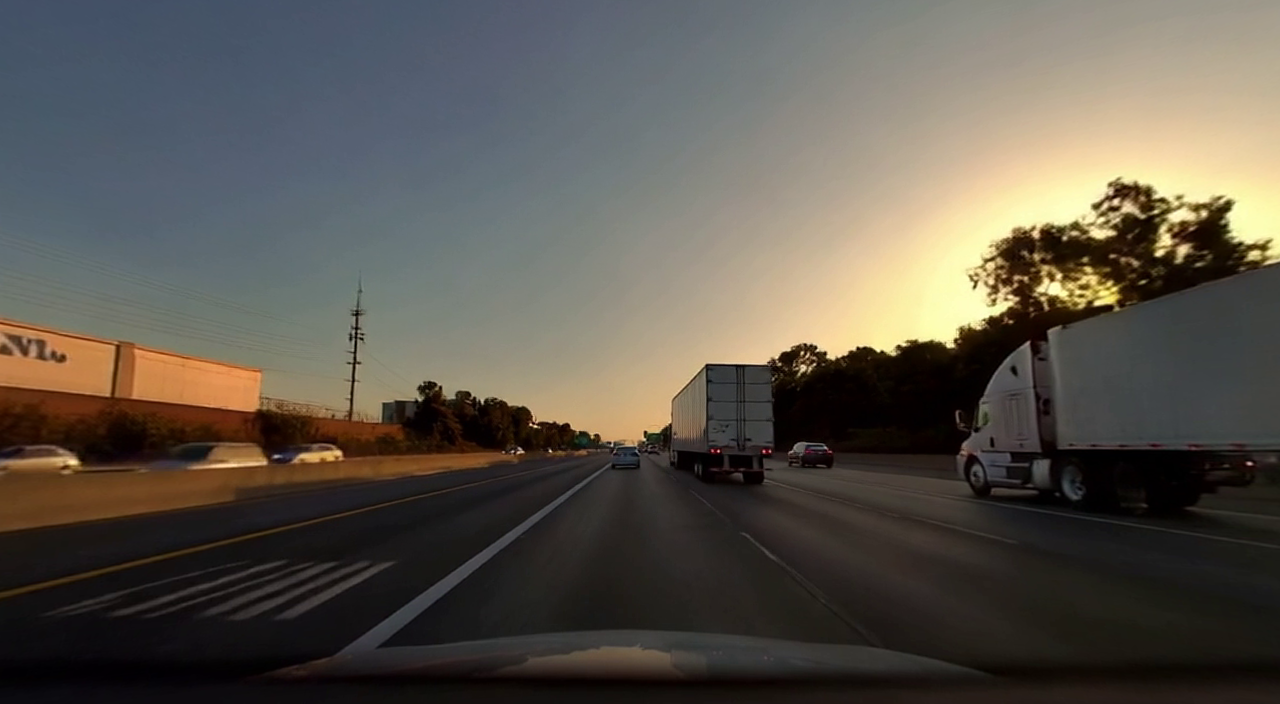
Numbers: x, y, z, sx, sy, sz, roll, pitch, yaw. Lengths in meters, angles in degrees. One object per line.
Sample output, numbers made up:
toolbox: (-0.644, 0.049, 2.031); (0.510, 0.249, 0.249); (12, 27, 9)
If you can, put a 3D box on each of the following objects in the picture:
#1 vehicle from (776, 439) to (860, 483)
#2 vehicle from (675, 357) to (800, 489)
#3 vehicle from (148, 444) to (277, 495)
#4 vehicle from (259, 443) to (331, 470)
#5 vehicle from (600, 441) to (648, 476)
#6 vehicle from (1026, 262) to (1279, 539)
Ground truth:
vehicle: (7.307, 4.498, 26.404); (2.154, 1.658, 4.347); (0, -9, -1)
vehicle: (3.334, 2.995, 25.110); (2.999, 4.127, 10.526); (0, -9, -2)
vehicle: (-13.130, 3.598, 19.673); (1.543, 1.408, 3.505); (0, -9, 0)
vehicle: (-20.822, 6.329, 38.376); (1.804, 1.522, 4.544); (0, -9, 0)
vehicle: (-0.729, 5.118, 30.594); (2.163, 1.551, 4.180); (0, -9, 0)
vehicle: (11.196, 0.335, 6.988); (2.898, 4.171, 17.188); (0, -9, -1)
